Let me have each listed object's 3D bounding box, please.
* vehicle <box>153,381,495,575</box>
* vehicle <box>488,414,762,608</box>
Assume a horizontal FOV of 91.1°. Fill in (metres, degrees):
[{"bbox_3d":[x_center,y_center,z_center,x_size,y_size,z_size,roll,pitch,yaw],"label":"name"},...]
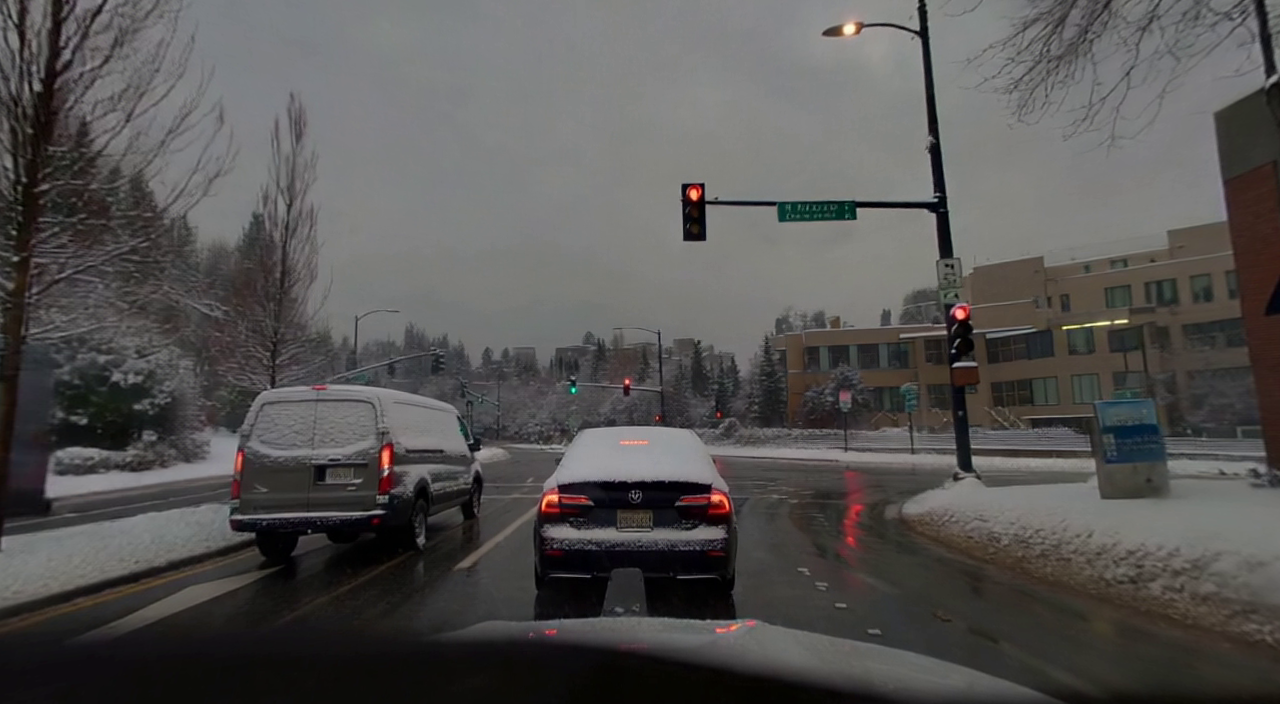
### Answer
[{"bbox_3d":[-3.585,1.528,8.567,2.076,1.820,5.100,0,-8,-1],"label":"vehicle"},{"bbox_3d":[-0.118,1.467,6.775,2.064,1.452,3.942,0,-8,0],"label":"vehicle"}]
